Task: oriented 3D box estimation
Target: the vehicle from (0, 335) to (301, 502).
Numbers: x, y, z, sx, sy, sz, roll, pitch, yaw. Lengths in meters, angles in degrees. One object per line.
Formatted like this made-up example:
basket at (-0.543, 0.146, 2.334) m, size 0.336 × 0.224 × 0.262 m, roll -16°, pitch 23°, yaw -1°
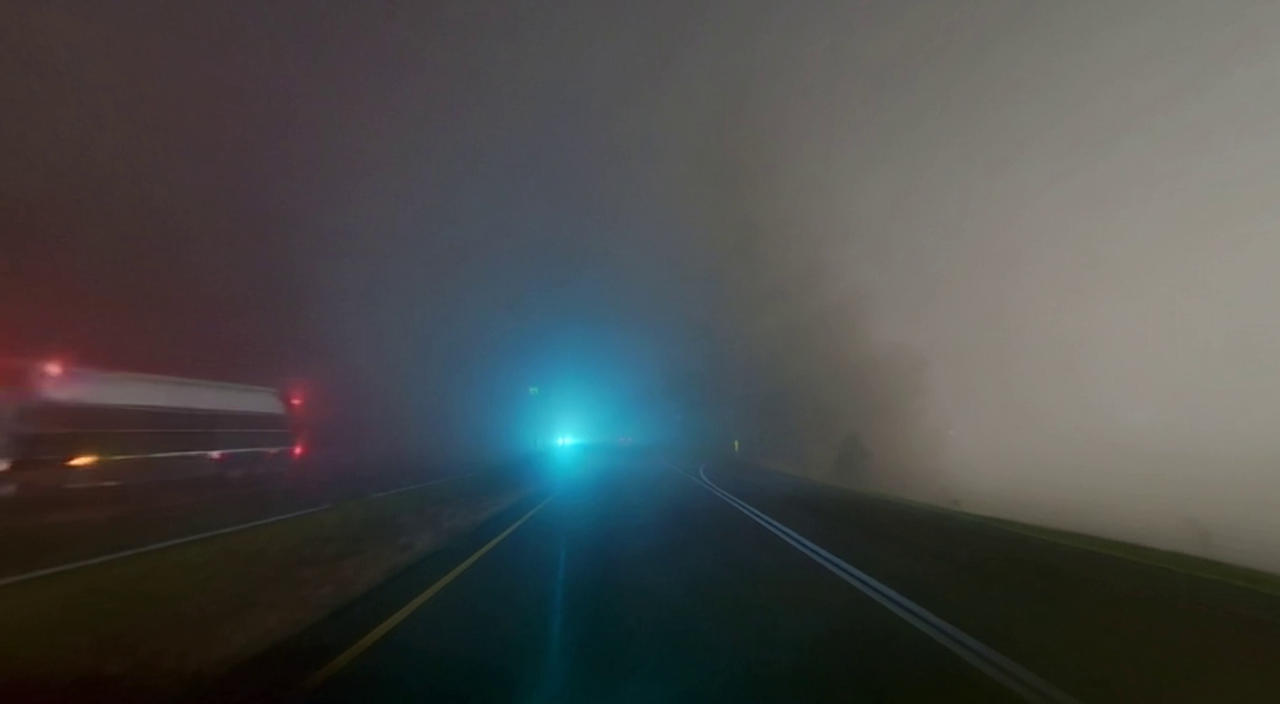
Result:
vehicle at (-17.246, 2.546, 22.291) m, size 2.871 × 4.062 × 14.228 m, roll 0°, pitch -8°, yaw -1°
